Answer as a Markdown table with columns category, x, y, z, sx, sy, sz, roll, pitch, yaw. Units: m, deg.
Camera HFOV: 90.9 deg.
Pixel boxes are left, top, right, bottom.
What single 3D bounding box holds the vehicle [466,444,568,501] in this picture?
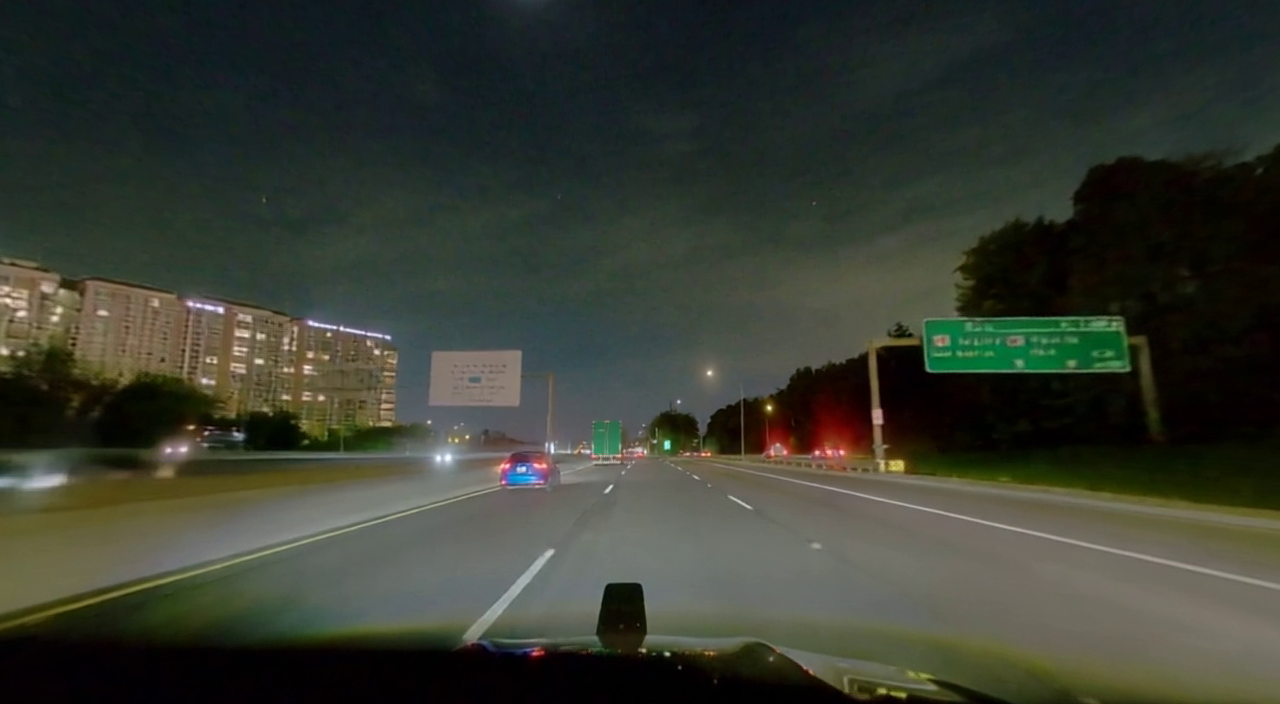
| category | x | y | z | sx | sy | sz | roll | pitch | yaw |
| --- | --- | --- | --- | --- | --- | --- | --- | --- | --- |
| vehicle | -3.476 | 3.510 | 18.737 | 2.039 | 1.478 | 4.483 | 0 | -9 | 1 |

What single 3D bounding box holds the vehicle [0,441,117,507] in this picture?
| category | x | y | z | sx | sy | sz | roll | pitch | yaw |
| --- | --- | --- | --- | --- | --- | --- | --- | --- | --- |
| vehicle | -15.824 | 2.998 | 15.670 | 1.865 | 1.531 | 4.278 | 0 | -9 | 1 |
